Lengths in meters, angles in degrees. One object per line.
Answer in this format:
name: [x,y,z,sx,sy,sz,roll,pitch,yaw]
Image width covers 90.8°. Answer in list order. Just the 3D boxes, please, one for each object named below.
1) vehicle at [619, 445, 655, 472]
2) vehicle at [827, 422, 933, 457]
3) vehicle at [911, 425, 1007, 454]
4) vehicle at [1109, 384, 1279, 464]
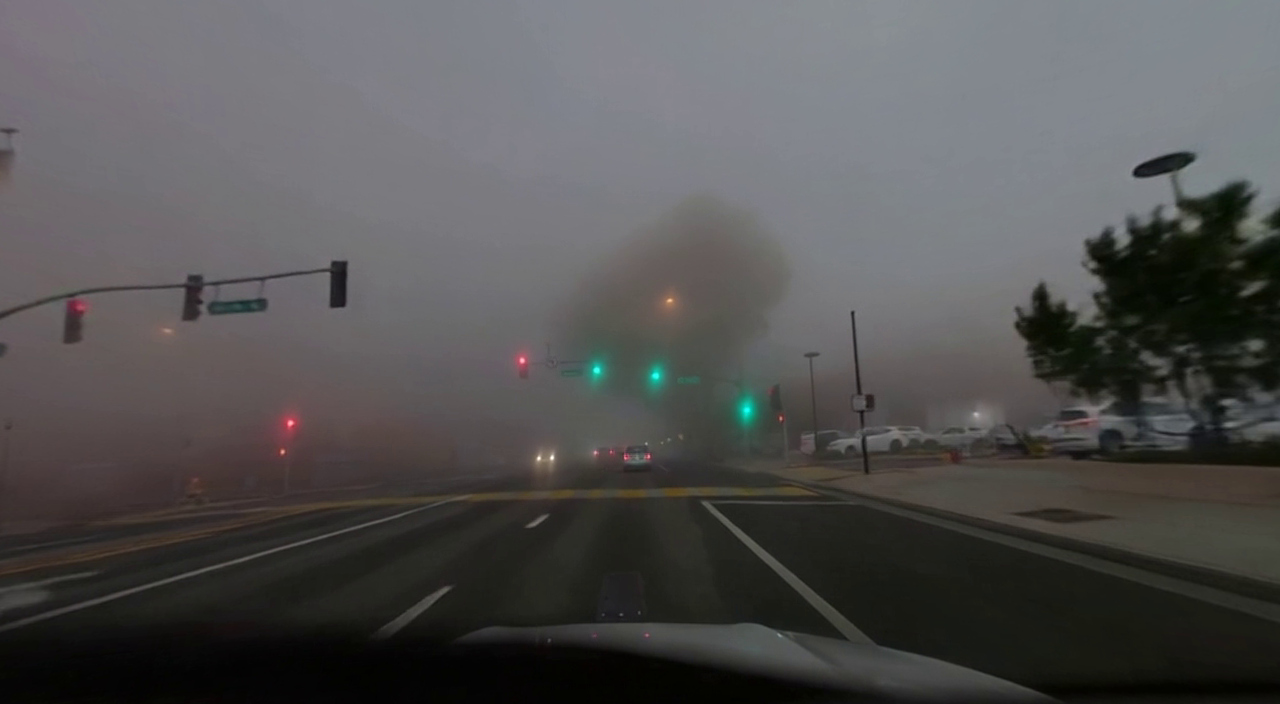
vehicle: [-0.167,6.207,36.918,1.977,1.451,4.032,0,-9,-1]
vehicle: [13.020,4.801,34.459,4.852,1.805,2.155,0,-9,-2]
vehicle: [18.705,5.146,37.129,4.586,1.623,1.861,0,-9,-1]
vehicle: [12.925,1.537,13.325,4.323,1.534,2.133,0,-9,-1]
